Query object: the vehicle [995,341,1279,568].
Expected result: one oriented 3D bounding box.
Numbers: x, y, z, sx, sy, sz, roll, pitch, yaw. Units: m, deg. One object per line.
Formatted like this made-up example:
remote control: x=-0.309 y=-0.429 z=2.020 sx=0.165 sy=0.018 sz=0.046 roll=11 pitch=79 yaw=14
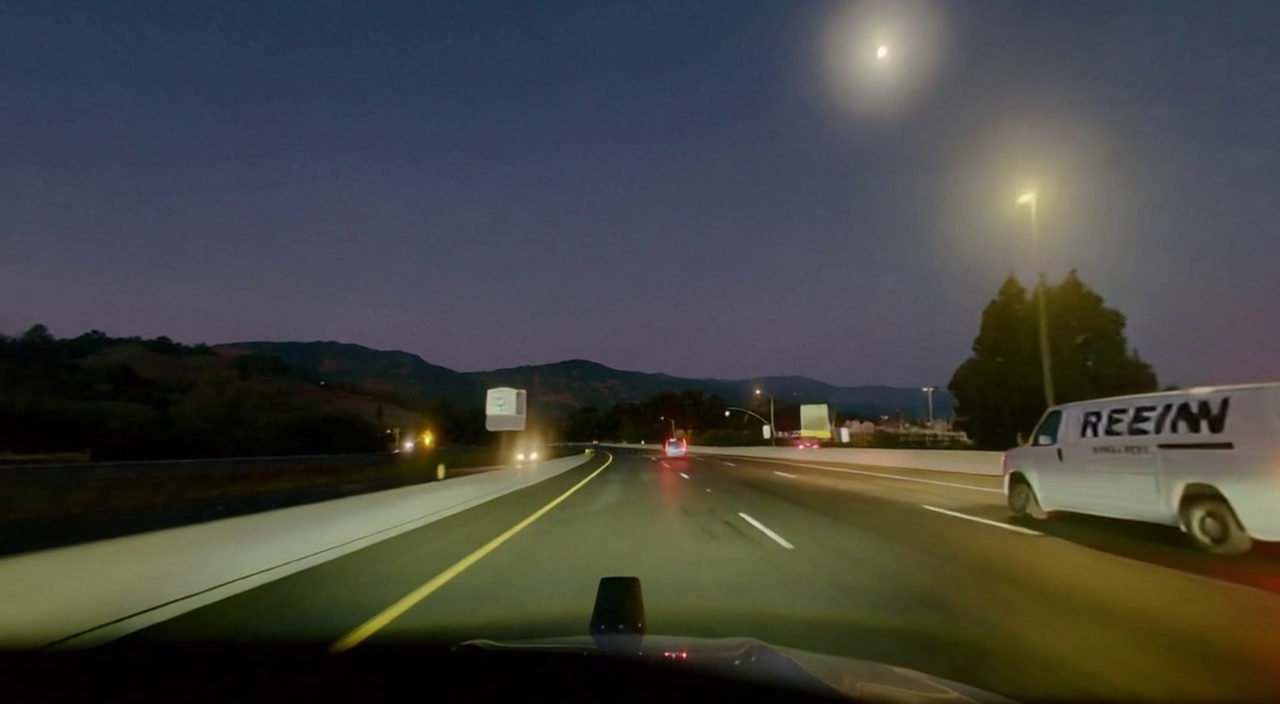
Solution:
vehicle: x=6.988 y=1.192 z=7.496 sx=2.275 sy=2.059 sz=5.543 roll=0 pitch=-8 yaw=0
